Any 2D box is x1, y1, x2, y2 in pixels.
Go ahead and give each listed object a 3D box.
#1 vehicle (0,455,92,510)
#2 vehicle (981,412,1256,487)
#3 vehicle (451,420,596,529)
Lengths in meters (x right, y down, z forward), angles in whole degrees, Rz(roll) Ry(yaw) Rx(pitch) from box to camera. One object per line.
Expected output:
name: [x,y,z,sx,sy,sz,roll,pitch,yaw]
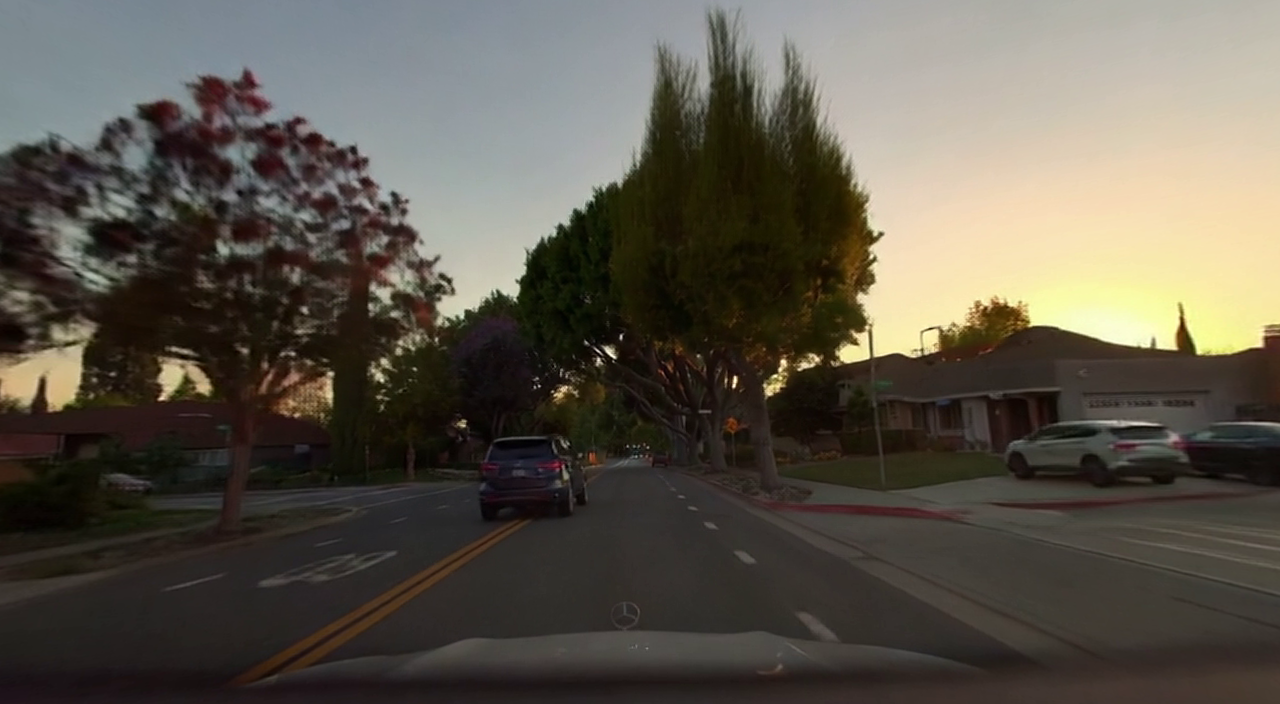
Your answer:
vehicle: [-22.267,4.538,22.116,4.177,1.792,2.166,5,-10,-31]
vehicle: [9.449,2.008,13.136,1.922,1.263,4.664,1,-9,-3]
vehicle: [-2.359,2.657,14.272,2.210,2.023,4.663,0,-9,2]
